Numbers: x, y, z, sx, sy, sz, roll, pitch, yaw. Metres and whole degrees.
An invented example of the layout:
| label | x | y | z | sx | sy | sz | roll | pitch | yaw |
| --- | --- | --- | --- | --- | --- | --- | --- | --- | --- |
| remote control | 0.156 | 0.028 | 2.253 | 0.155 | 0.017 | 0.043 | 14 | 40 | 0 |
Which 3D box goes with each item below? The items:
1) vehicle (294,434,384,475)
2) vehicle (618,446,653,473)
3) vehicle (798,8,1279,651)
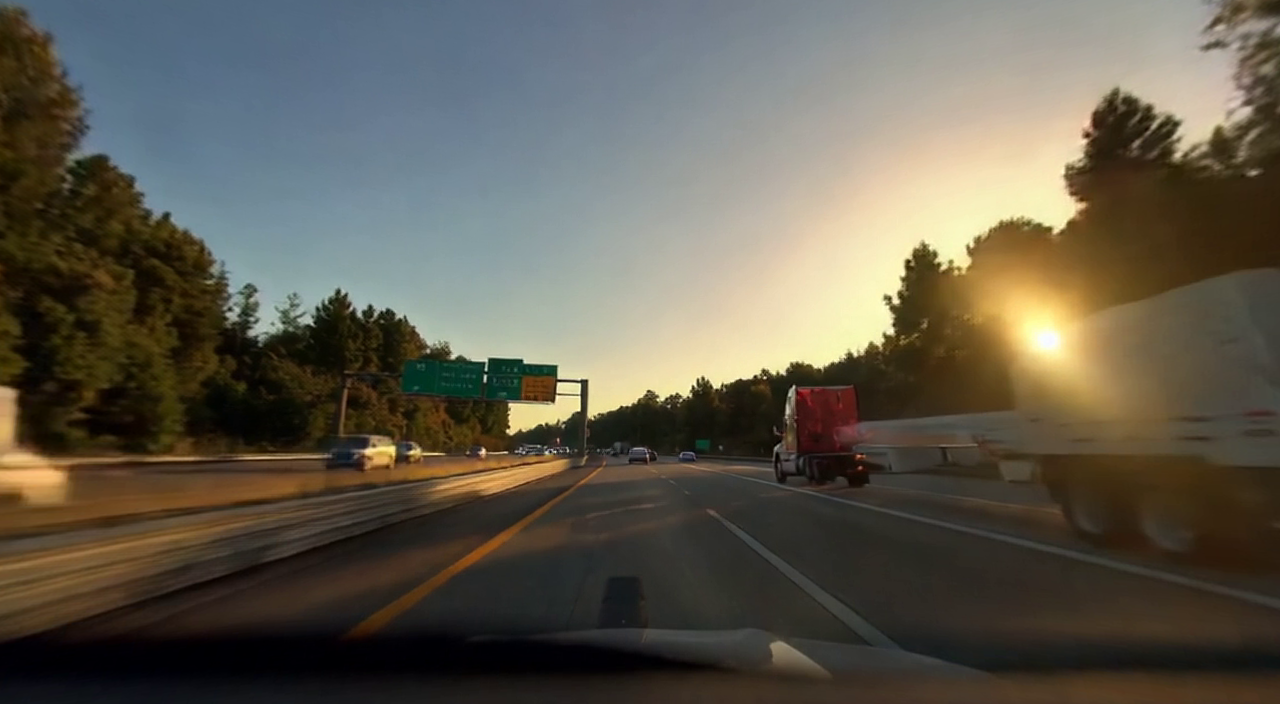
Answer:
| label | x | y | z | sx | sy | sz | roll | pitch | yaw |
| --- | --- | --- | --- | --- | --- | --- | --- | --- | --- |
| vehicle | -12.147 | 4.151 | 25.703 | 1.778 | 1.524 | 3.800 | 0 | -9 | 0 |
| vehicle | -0.270 | 6.675 | 39.213 | 2.111 | 1.599 | 3.859 | 0 | -9 | 0 |
| vehicle | 5.635 | 0.812 | 10.093 | 2.890 | 4.006 | 14.039 | -1 | -9 | 1 |
